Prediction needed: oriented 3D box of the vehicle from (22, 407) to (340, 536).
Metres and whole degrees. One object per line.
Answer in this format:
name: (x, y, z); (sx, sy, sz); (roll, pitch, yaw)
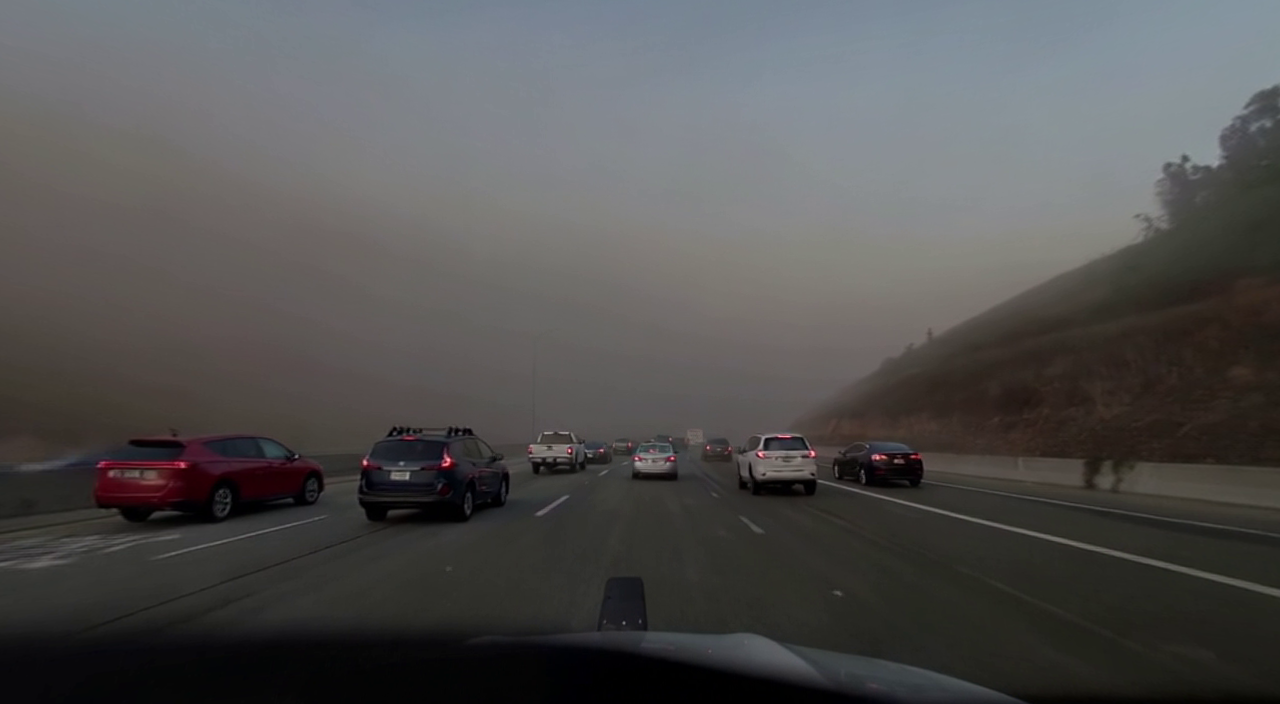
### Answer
vehicle: (-7.670, 2.034, 11.391); (2.017, 1.810, 4.782); (0, -8, 2)

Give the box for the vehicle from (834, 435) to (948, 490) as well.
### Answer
vehicle: (7.475, 3.317, 19.277); (1.846, 1.469, 4.166); (0, -8, 1)

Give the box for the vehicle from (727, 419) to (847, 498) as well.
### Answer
vehicle: (3.642, 2.730, 16.569); (2.046, 1.765, 4.534); (0, -8, 0)

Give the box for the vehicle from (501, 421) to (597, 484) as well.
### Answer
vehicle: (-2.986, 3.479, 22.120); (2.301, 1.902, 5.374); (-1, -8, 3)

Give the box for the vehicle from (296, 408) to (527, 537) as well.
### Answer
vehicle: (-3.470, 1.933, 10.722); (2.179, 1.723, 4.410); (0, -8, 1)

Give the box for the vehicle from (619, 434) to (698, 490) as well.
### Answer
vehicle: (0.539, 3.239, 18.992); (2.105, 1.471, 4.349); (0, -8, 2)
